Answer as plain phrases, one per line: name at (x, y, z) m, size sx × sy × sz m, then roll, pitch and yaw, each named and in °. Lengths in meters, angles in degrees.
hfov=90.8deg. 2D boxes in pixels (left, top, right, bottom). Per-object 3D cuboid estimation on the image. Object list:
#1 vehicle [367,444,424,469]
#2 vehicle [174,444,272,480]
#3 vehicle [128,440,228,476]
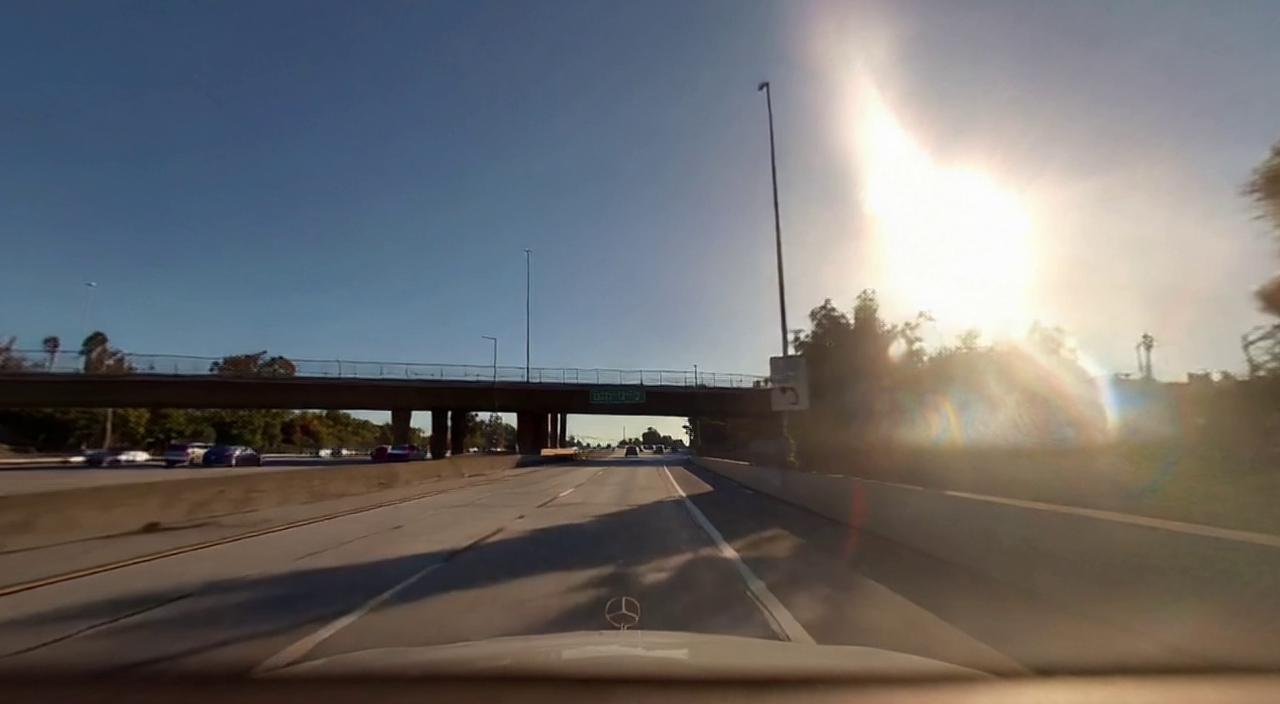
vehicle at (-16.072, 6.900, 41.748) m, size 2.271 × 1.537 × 4.029 m, roll 0°, pitch -9°, yaw -3°
vehicle at (-19.486, 5.141, 29.808) m, size 1.829 × 1.520 × 4.505 m, roll 1°, pitch -9°, yaw -5°
vehicle at (-23.618, 5.420, 32.562) m, size 2.049 × 1.718 × 4.445 m, roll 1°, pitch -9°, yaw -5°
